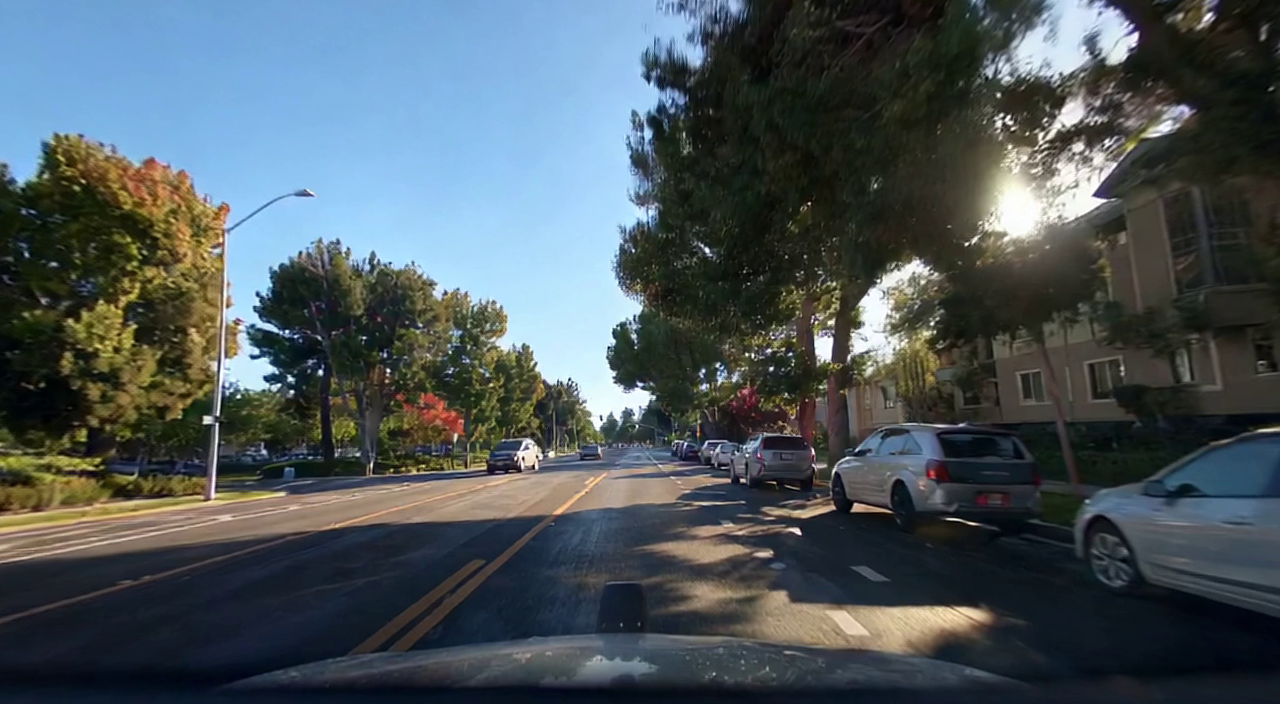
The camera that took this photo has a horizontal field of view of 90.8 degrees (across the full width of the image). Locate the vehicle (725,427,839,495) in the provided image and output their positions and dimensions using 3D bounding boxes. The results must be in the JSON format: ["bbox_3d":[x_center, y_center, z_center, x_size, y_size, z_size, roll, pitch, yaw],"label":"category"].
[{"bbox_3d":[4.022,3.185,18.807,2.272,1.744,4.324,0,-8,-2],"label":"vehicle"}]

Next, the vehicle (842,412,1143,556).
[{"bbox_3d":[5.119,1.972,10.195,2.039,1.752,4.686,0,-8,-1],"label":"vehicle"}]

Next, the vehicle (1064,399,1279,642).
[{"bbox_3d":[5.299,1.072,3.798,1.893,1.628,5.026,0,-8,-1],"label":"vehicle"}]

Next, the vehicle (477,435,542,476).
[{"bbox_3d":[-6.732,5.406,33.314,2.105,1.919,6.049,0,-8,0],"label":"vehicle"}]
